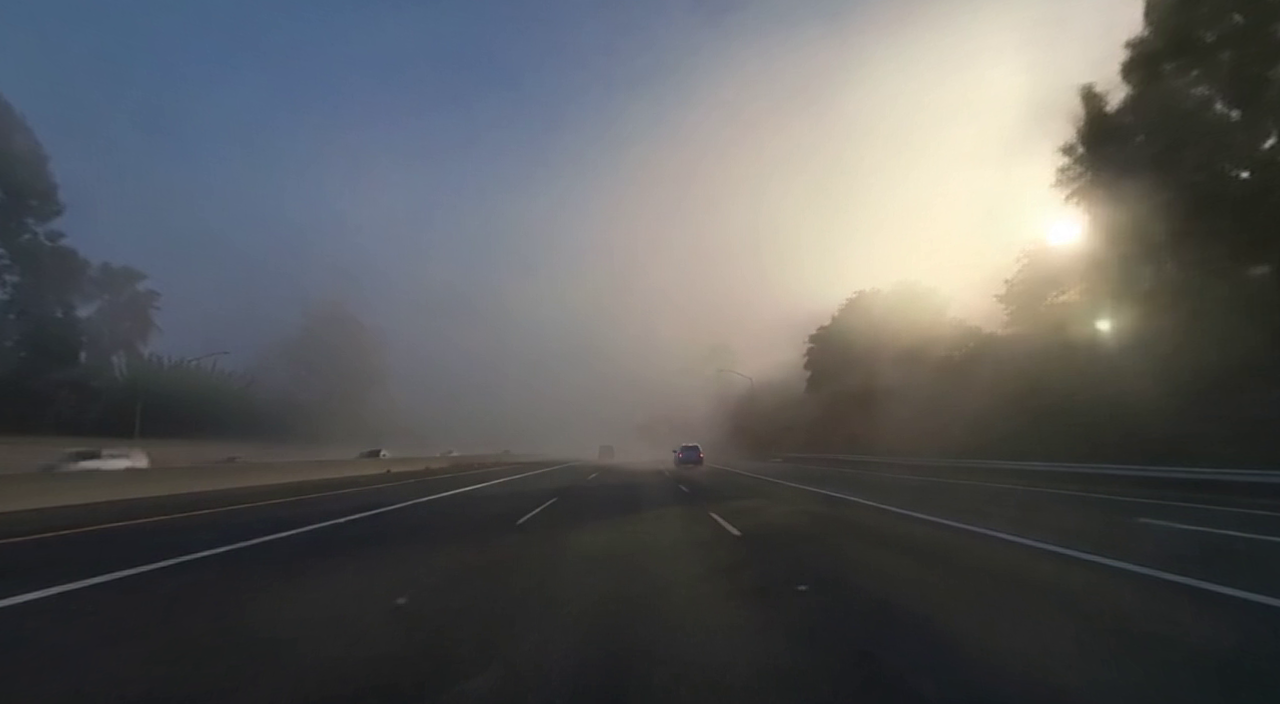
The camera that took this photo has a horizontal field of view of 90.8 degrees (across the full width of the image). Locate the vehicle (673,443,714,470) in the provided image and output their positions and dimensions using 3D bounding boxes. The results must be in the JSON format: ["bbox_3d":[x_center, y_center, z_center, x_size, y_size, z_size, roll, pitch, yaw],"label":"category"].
[{"bbox_3d":[3.349,6.693,40.591,2.130,1.677,4.317,0,-9,-2],"label":"vehicle"}]

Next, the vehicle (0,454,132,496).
[{"bbox_3d":[-23.219,4.913,25.653,1.789,1.515,4.010,0,-9,-1],"label":"vehicle"}]

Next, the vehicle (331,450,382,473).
[{"bbox_3d":[-19.821,7.632,44.321,1.772,1.506,3.913,0,-9,0],"label":"vehicle"}]

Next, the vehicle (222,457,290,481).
[{"bbox_3d":[-27.058,8.230,44.705,1.849,1.480,4.769,0,-9,-1],"label":"vehicle"}]
